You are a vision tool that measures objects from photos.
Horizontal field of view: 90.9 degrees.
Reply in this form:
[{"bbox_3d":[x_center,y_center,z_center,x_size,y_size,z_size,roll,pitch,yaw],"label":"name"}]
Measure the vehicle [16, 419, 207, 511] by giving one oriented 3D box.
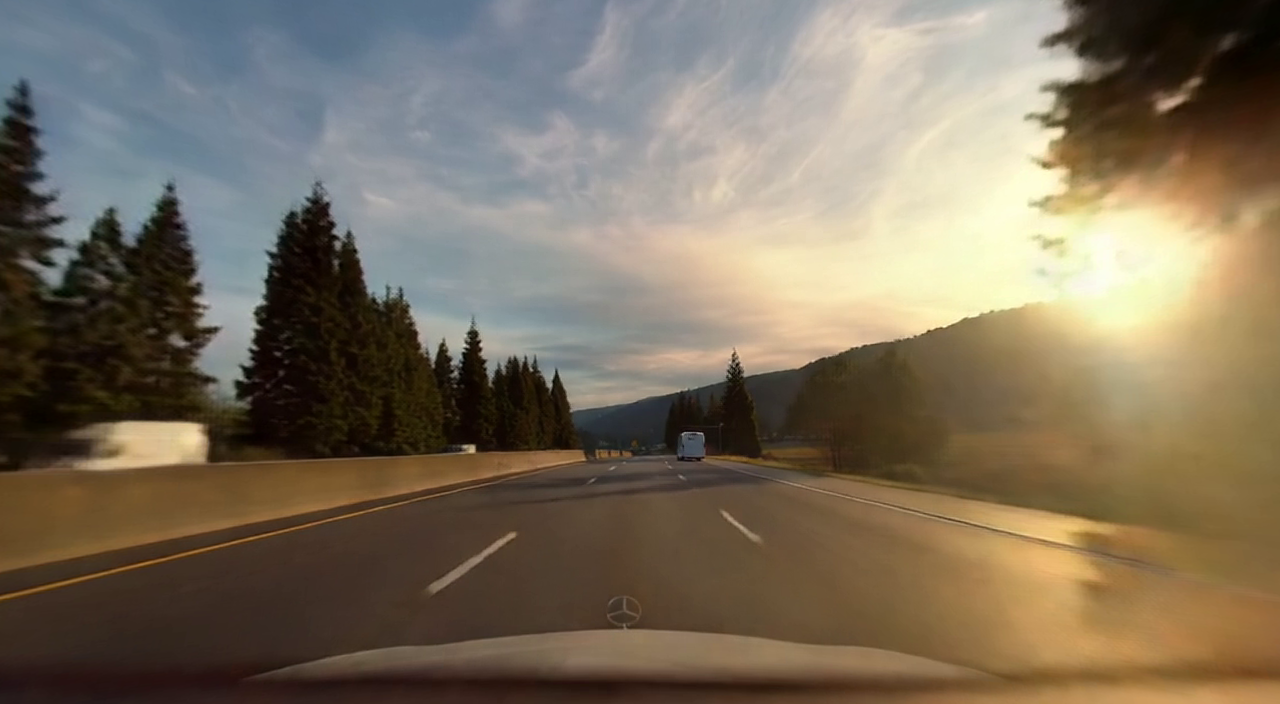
[{"bbox_3d":[-20.029,4.288,24.394,2.412,3.107,5.502,0,-9,1],"label":"vehicle"}]
